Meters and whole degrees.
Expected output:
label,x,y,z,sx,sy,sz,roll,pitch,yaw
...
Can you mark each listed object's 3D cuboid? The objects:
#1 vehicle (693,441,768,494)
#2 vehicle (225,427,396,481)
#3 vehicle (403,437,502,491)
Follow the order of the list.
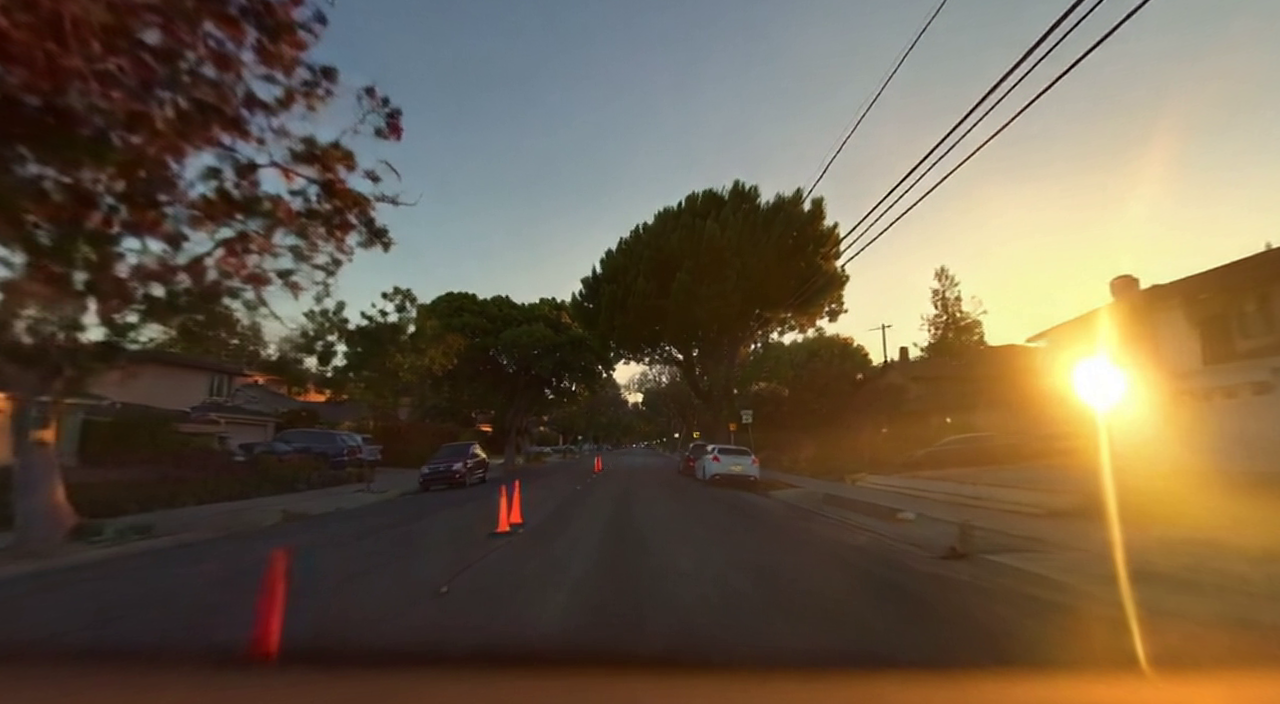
label,x,y,z,sx,sy,sz,roll,pitch,yaw
vehicle,3.076,4.014,22.344,1.896,1.602,4.571,1,-9,-1
vehicle,-15.308,4.777,29.727,6.526,2.046,2.522,3,-8,-2
vehicle,-7.230,4.406,25.049,2.266,1.877,5.167,-1,-10,1
